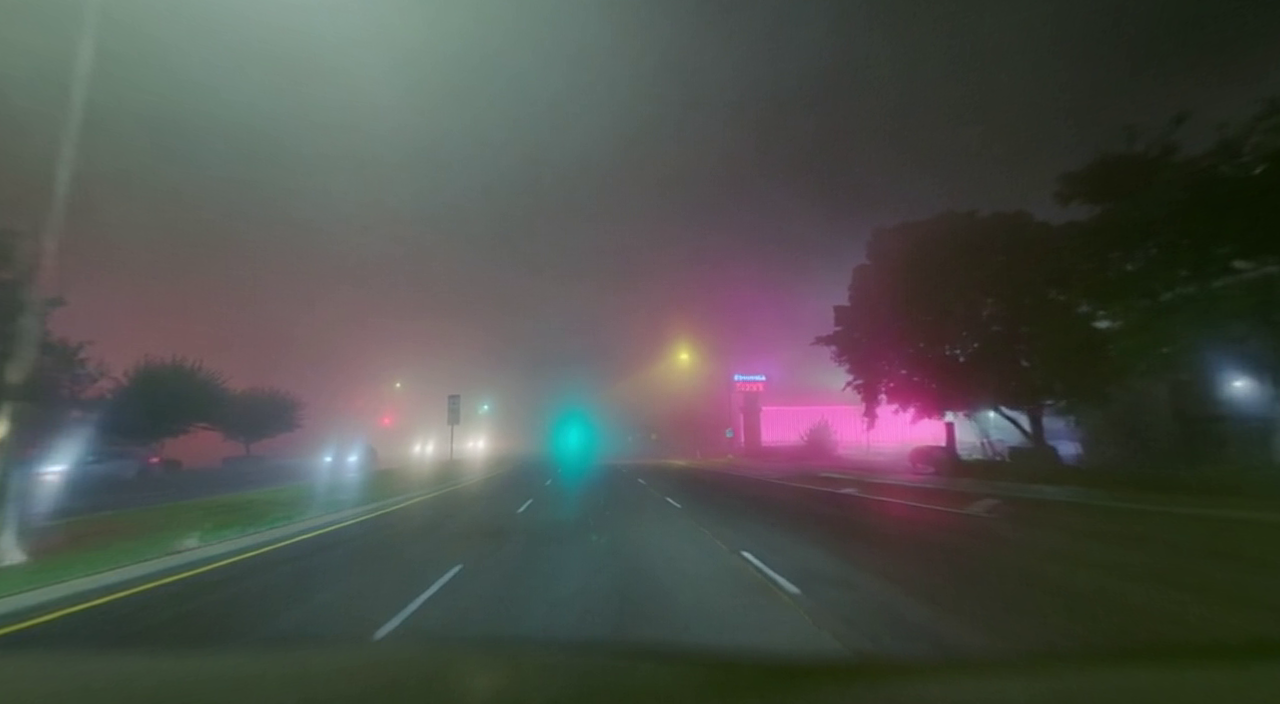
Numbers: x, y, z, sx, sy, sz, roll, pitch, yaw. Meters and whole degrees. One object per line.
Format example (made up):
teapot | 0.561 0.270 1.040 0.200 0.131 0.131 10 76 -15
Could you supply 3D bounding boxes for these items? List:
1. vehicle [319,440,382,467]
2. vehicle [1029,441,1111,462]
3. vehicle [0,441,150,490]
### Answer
vehicle | -17.524 6.147 38.368 1.996 1.513 4.278 0 -8 -4
vehicle | 31.639 7.330 46.479 4.490 1.425 2.022 0 -8 1
vehicle | -20.521 4.047 22.905 1.954 1.577 4.590 0 -8 -5
